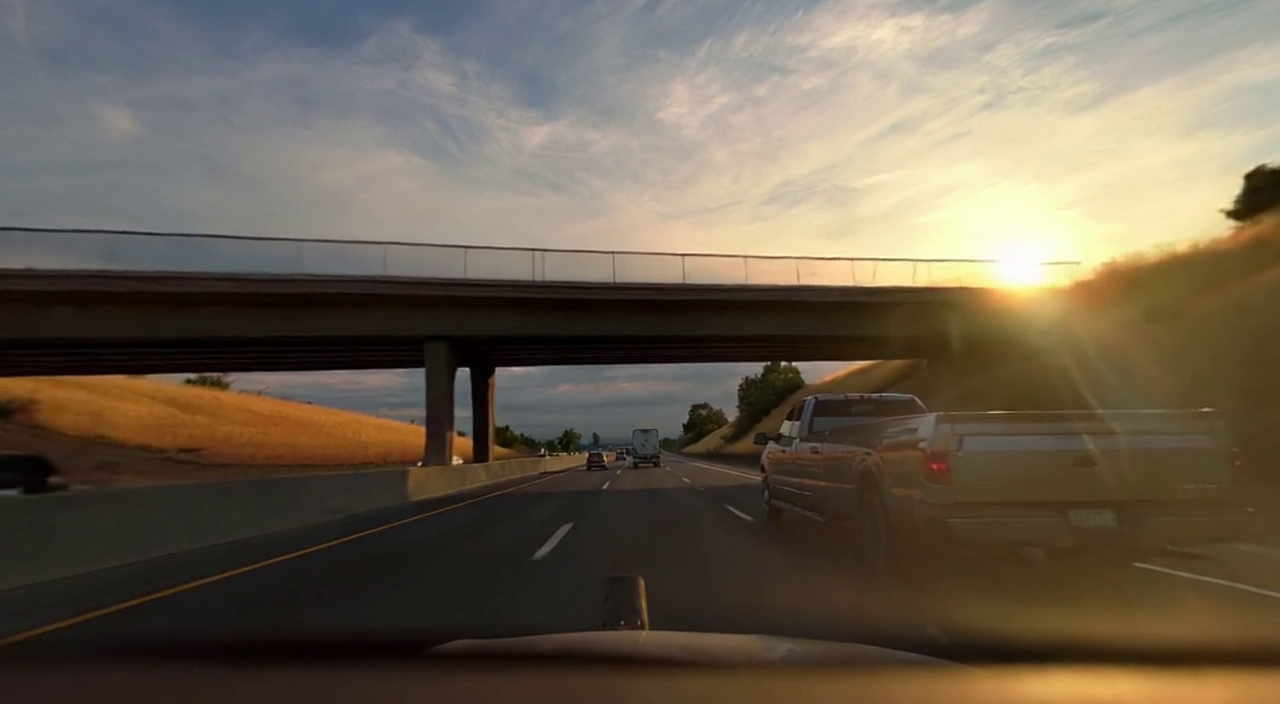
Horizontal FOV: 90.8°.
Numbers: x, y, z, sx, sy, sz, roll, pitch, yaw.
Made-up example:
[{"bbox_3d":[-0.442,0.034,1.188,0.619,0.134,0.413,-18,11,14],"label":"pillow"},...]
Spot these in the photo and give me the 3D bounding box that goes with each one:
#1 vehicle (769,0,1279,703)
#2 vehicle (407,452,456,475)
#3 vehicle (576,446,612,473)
[{"bbox_3d":[4.031,-0.131,3.574,3.131,4.037,16.729,0,-9,0],"label":"vehicle"},{"bbox_3d":[-15.185,8.134,46.259,1.889,1.591,4.713,0,-9,1],"label":"vehicle"},{"bbox_3d":[-2.920,6.948,40.879,2.007,1.647,3.854,0,-9,0],"label":"vehicle"}]
